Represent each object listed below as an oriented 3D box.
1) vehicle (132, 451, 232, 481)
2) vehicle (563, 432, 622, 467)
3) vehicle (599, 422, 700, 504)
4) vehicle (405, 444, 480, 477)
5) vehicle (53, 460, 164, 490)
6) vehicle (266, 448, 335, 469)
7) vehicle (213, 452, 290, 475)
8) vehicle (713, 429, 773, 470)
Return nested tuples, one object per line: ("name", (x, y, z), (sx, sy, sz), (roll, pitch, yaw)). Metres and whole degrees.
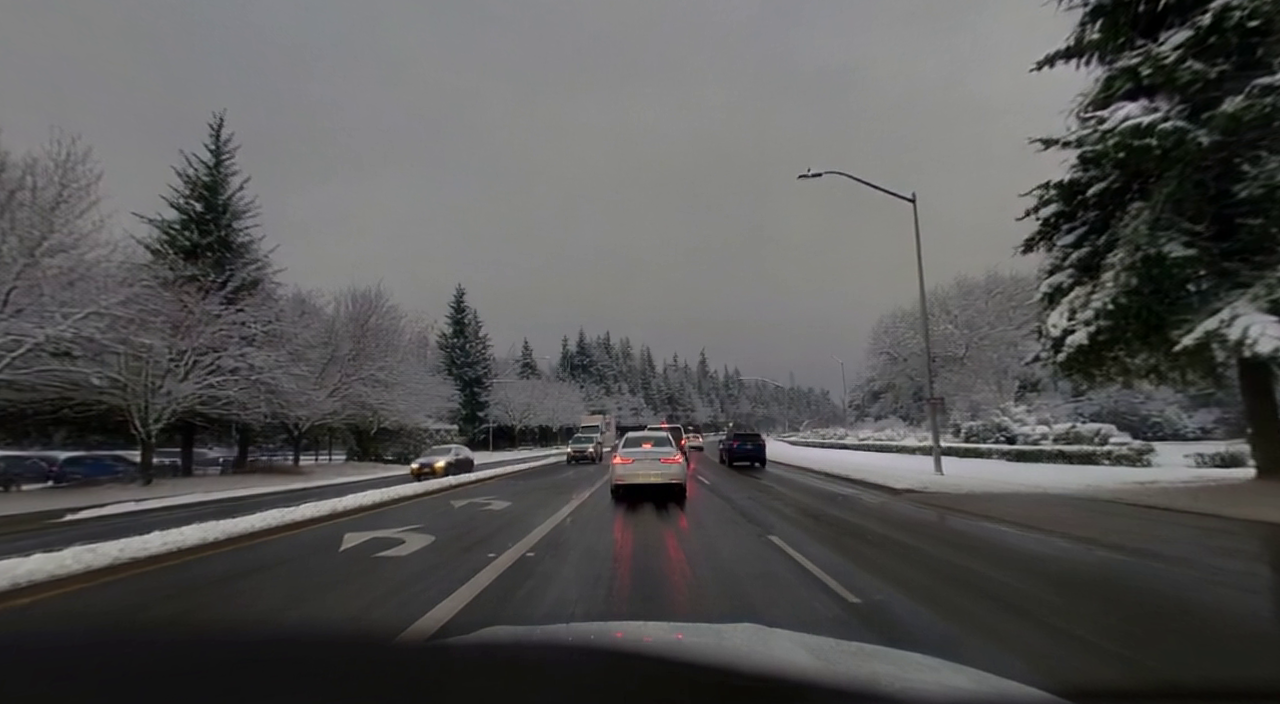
("vehicle", (-27.735, 6.905, 38.257), (4.743, 1.671, 1.842), (-1, -8, 4))
("vehicle", (-2.515, 5.343, 34.798), (2.057, 1.786, 4.725), (-2, -8, 11))
("vehicle", (0.220, 2.678, 15.630), (2.154, 1.710, 4.128), (-1, -8, 1))
("vehicle", (-9.346, 5.140, 30.224), (1.909, 1.471, 4.502), (-1, -8, 3))
("vehicle", (-27.883, 6.444, 33.160), (4.391, 1.442, 1.763), (-1, -8, 5))
("vehicle", (-26.117, 8.213, 48.558), (4.398, 1.532, 1.769), (-2, -8, 8))
("vehicle", (-26.604, 7.646, 43.212), (4.260, 1.498, 1.769), (-2, -8, 10))
("vehicle", (4.832, 4.626, 30.158), (2.155, 1.786, 4.459), (-1, -8, 1))
